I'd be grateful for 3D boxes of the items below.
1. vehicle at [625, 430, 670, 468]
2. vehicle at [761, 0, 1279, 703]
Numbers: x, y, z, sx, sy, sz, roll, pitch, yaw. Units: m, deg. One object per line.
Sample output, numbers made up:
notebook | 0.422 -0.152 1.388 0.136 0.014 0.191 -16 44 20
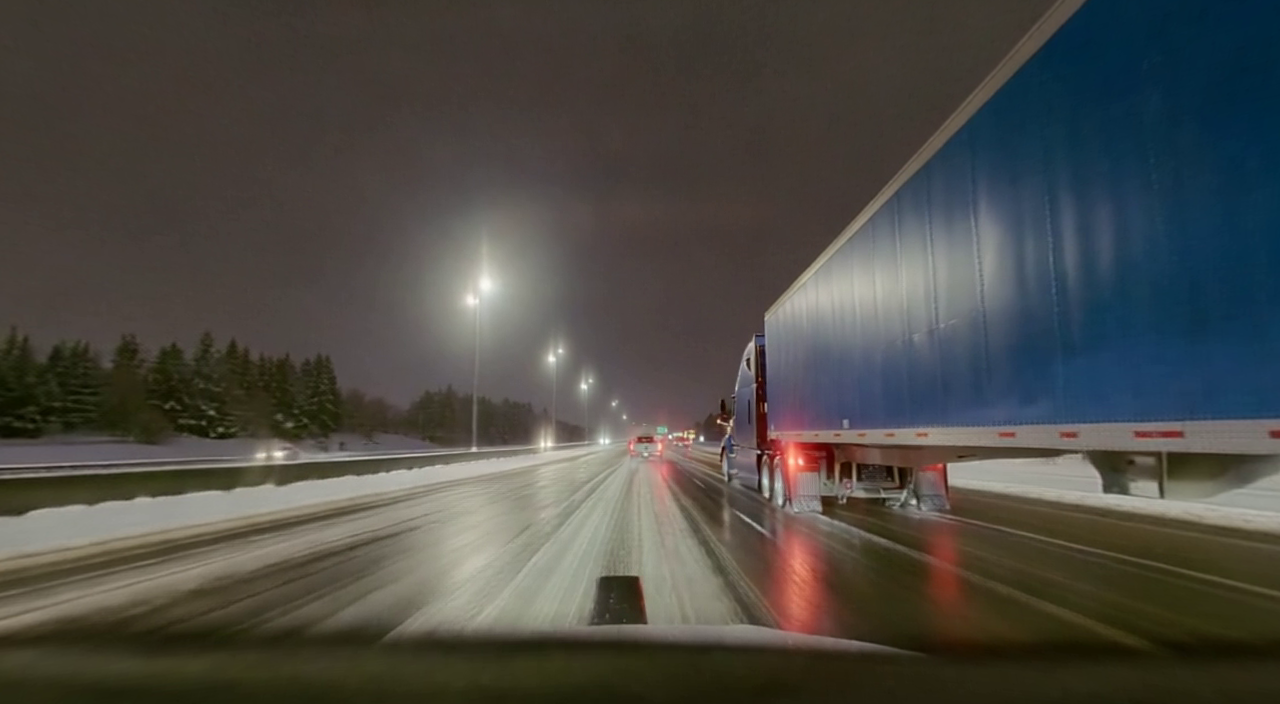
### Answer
vehicle | 0.362 5.112 33.388 2.205 1.860 4.301 0 -8 0
vehicle | 3.980 0.038 5.274 3.019 4.145 16.453 0 -8 1
